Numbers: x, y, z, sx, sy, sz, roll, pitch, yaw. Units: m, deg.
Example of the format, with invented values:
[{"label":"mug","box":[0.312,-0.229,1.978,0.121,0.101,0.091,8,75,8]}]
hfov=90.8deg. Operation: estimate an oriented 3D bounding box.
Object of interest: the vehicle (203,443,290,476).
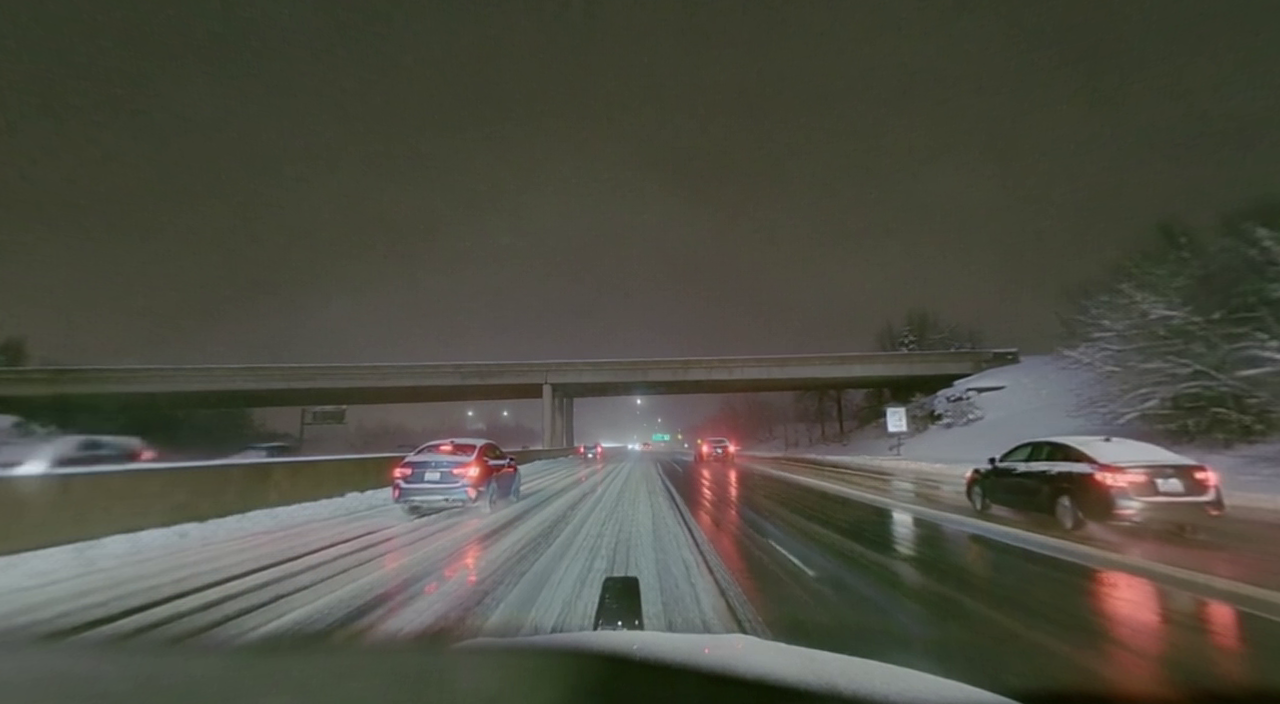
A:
[{"label":"vehicle","box":[-20.043,5.481,32.406,1.857,1.535,4.382,0,-9,-4]}]

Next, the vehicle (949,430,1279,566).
[{"label":"vehicle","box":[6.542,1.929,9.128,1.989,1.472,4.322,0,-8,1]}]

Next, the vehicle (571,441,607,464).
[{"label":"vehicle","box":[-3.505,6.974,43.911,2.047,1.464,4.387,0,-8,1]}]

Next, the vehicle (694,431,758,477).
[{"label":"vehicle","box":[3.538,4.307,26.855,2.072,1.761,4.242,0,-8,-1]}]

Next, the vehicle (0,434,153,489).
[{"label":"vehicle","box":[-23.819,4.444,26.152,2.403,1.981,6.428,0,-8,-3]}]

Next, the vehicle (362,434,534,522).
[{"label":"vehicle","box":[-3.651,2.489,13.102,1.997,1.476,4.703,0,-8,1]}]
